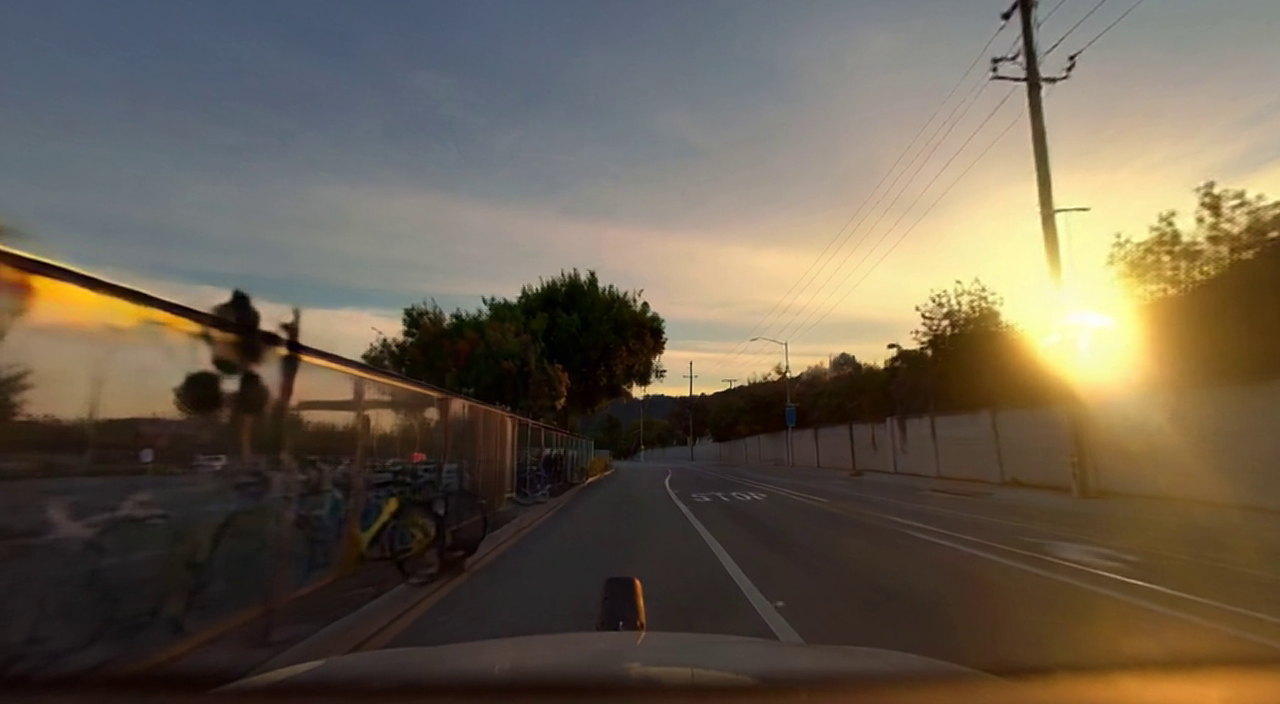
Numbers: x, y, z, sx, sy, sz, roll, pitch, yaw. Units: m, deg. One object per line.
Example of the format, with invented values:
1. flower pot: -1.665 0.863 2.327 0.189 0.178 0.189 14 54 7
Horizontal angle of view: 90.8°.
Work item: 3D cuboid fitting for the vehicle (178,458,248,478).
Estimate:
1. vehicle: -33.095 8.983 49.057 4.108 1.480 1.800 0 -9 1
